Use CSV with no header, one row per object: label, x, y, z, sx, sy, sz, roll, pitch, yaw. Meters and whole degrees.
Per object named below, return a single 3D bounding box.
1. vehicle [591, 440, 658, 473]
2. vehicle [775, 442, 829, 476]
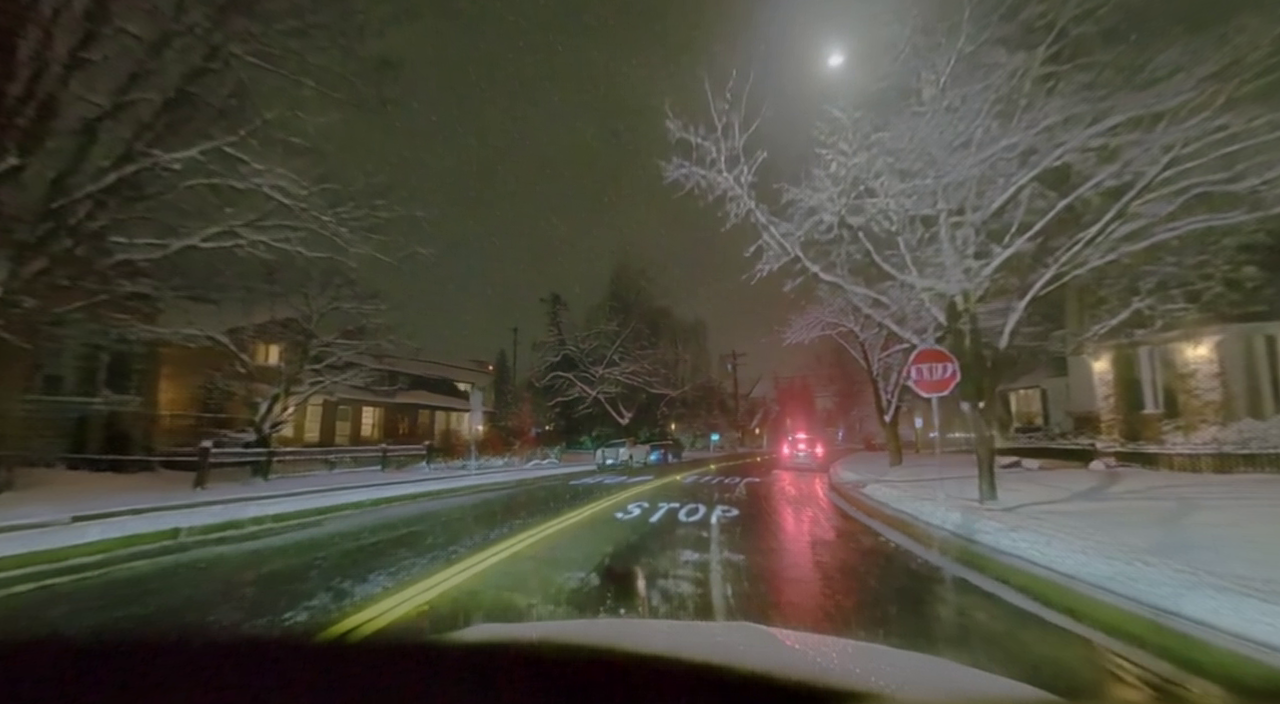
vehicle,-0.767,5.788,35.283,2.030,1.696,4.828,-4,-9,21
vehicle,7.872,5.086,30.305,2.045,1.478,4.914,-3,-9,19
